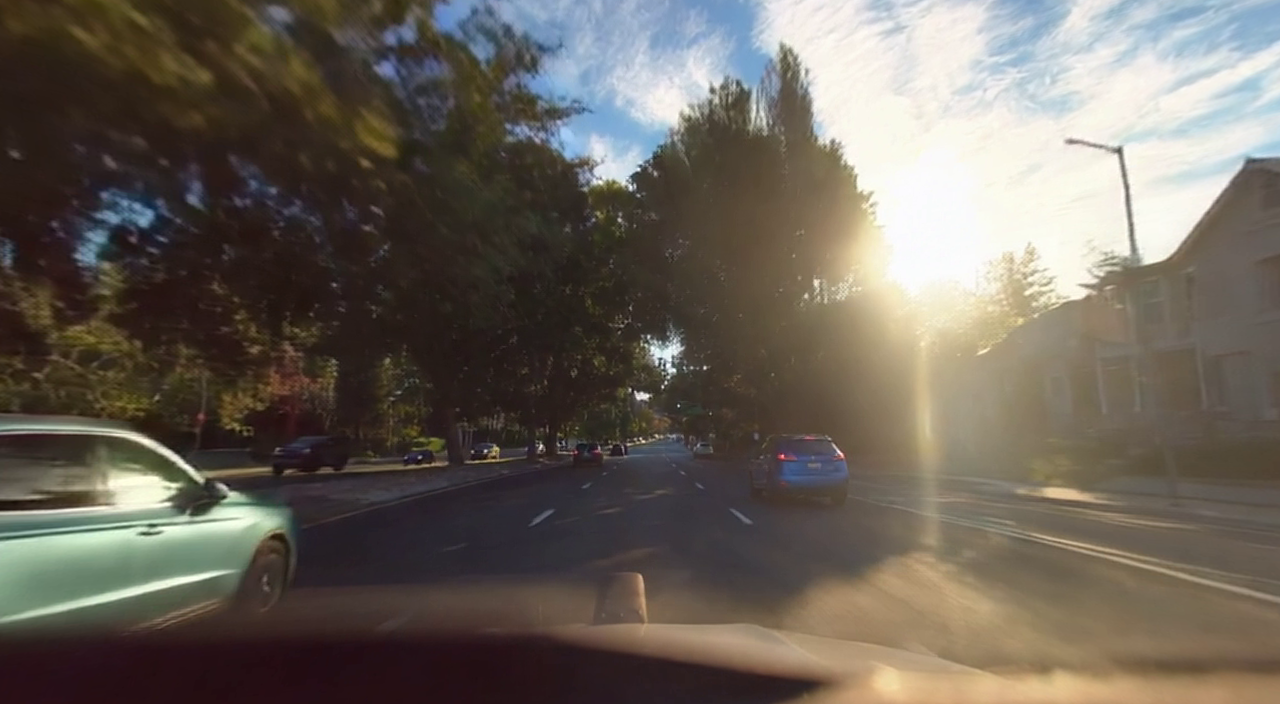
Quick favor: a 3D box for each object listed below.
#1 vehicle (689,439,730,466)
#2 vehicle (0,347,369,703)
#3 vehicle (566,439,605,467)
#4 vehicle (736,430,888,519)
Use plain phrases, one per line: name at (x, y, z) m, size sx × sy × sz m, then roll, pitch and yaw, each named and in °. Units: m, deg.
vehicle at (4.599, 6.725, 42.465) m, size 2.169 × 1.669 × 4.037 m, roll 0°, pitch -8°, yaw -1°
vehicle at (-3.468, 0.968, 3.312) m, size 2.045 × 1.688 × 4.632 m, roll 0°, pitch -8°, yaw 0°
vehicle at (-3.237, 6.101, 38.364) m, size 1.988 × 1.569 × 4.202 m, roll 0°, pitch -8°, yaw 0°
vehicle at (3.593, 2.639, 14.174) m, size 2.132 × 1.659 × 4.387 m, roll 0°, pitch -8°, yaw -1°
